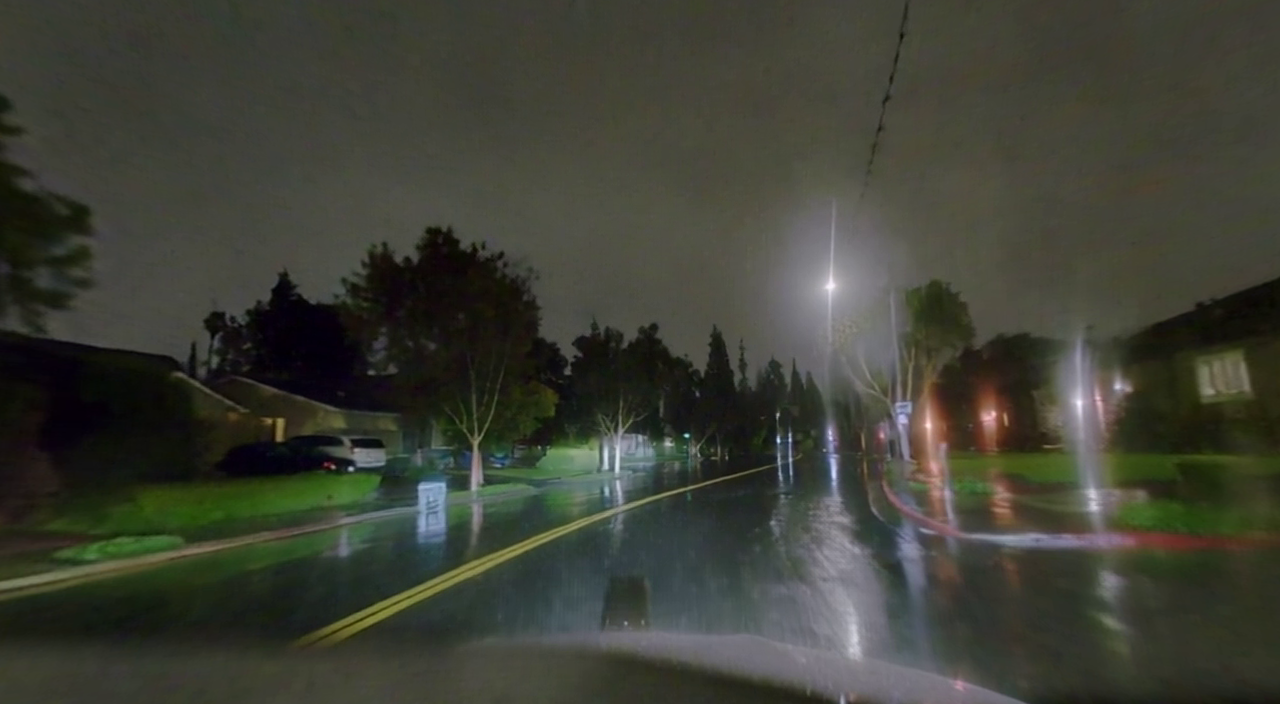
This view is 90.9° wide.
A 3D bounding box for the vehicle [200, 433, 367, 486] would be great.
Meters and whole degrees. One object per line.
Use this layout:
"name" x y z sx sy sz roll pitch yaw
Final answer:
"vehicle" -11.989 3.648 21.587 4.485 1.663 2.111 2 -9 -15
